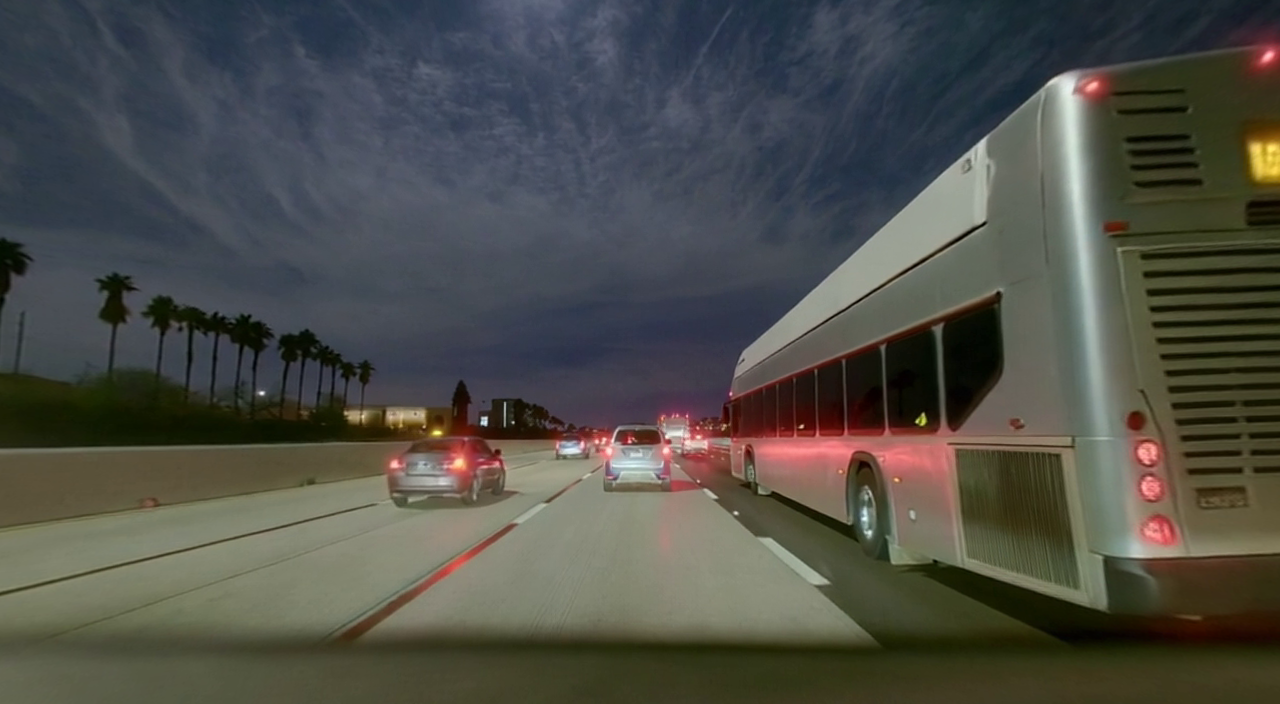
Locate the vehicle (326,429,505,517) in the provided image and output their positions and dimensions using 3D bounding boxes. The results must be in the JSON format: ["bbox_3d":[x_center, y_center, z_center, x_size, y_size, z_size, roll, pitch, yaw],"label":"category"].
[{"bbox_3d":[-4.464,2.488,13.473,2.040,1.536,4.680,0,-9,1],"label":"vehicle"}]

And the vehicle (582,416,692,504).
[{"bbox_3d":[-0.021,2.560,15.196,2.268,1.796,4.280,0,-9,1],"label":"vehicle"}]

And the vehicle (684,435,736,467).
[{"bbox_3d":[3.491,5.089,32.381,2.039,1.516,4.521,0,-9,-2],"label":"vehicle"}]

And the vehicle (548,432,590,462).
[{"bbox_3d":[-4.456,6.052,40.234,2.100,1.765,4.743,0,-9,1],"label":"vehicle"}]

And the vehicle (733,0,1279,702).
[{"bbox_3d":[3.984,0.849,10.169,3.020,3.622,14.302,0,-9,1],"label":"vehicle"}]
